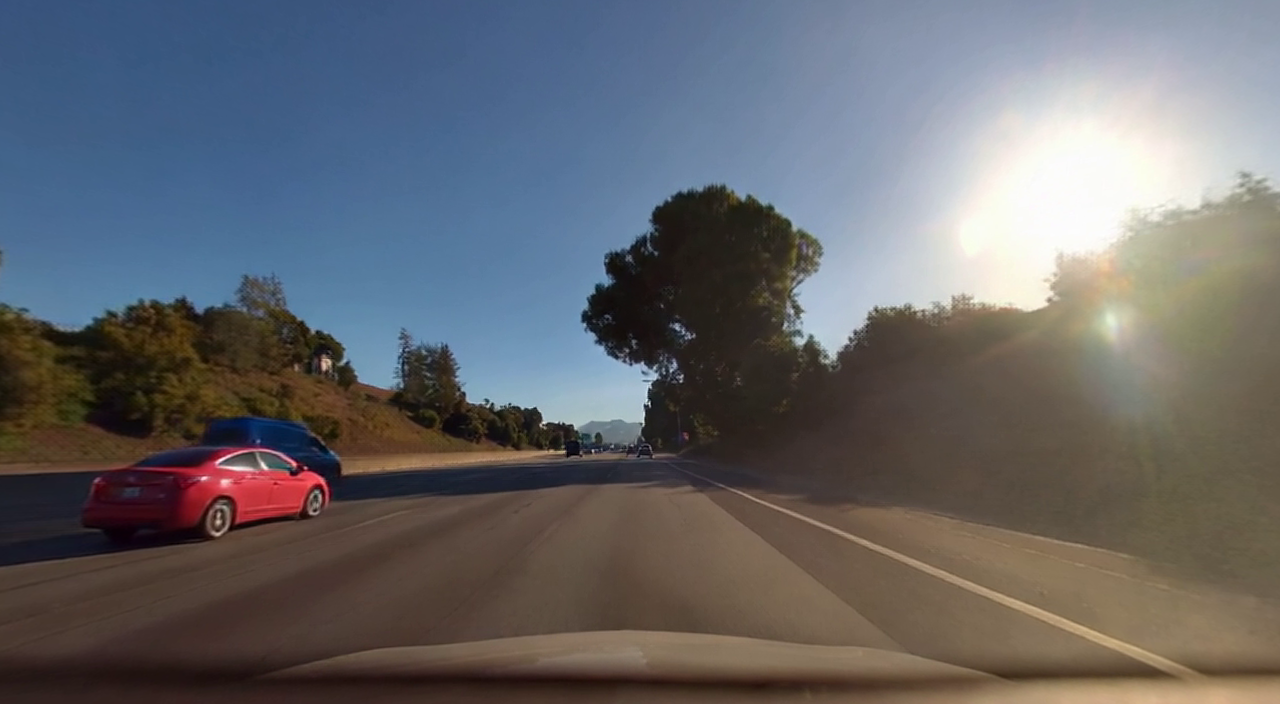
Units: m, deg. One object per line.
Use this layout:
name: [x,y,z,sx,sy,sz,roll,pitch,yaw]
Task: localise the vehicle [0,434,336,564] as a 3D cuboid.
vehicle: [-6.882,2.060,9.752,1.981,1.486,4.735,0,-8,0]
